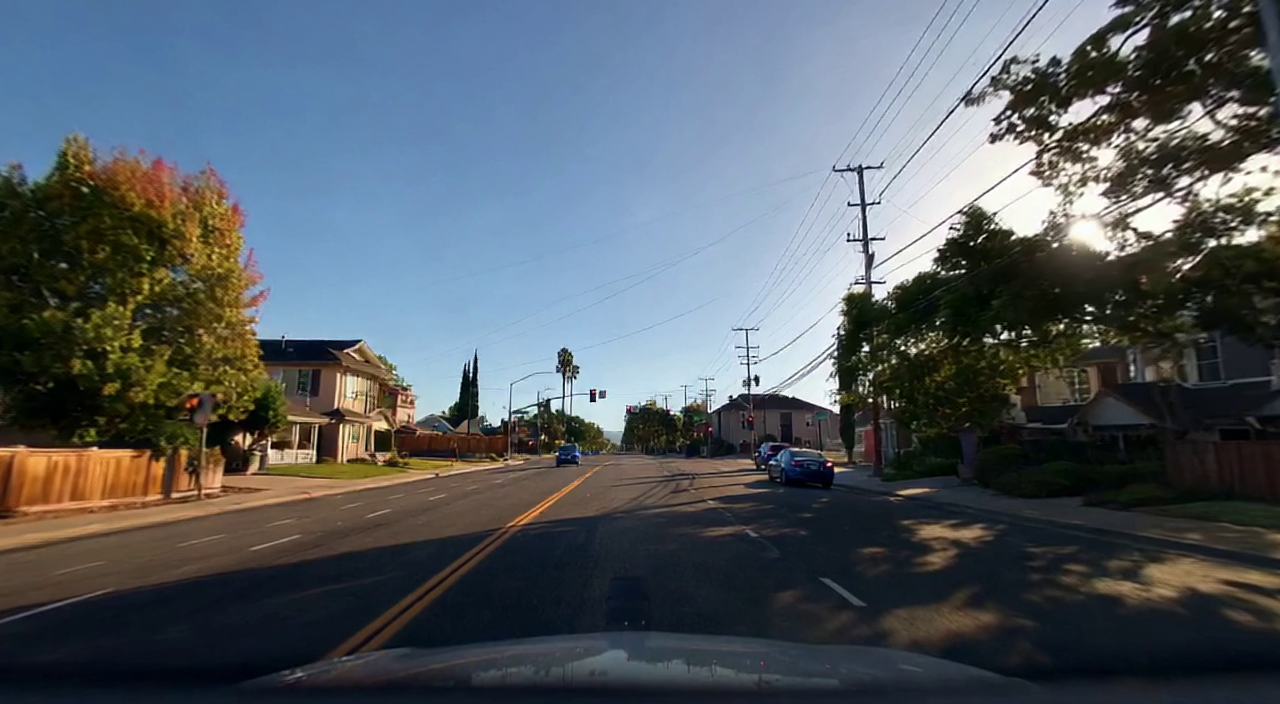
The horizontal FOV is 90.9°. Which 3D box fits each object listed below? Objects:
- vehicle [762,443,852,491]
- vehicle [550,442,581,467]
[{"bbox_3d":[5.713,3.954,22.134,2.040,1.475,4.389,0,-8,1],"label":"vehicle"},{"bbox_3d":[-5.641,7.854,48.371,2.012,1.778,4.990,0,-8,-3],"label":"vehicle"}]
